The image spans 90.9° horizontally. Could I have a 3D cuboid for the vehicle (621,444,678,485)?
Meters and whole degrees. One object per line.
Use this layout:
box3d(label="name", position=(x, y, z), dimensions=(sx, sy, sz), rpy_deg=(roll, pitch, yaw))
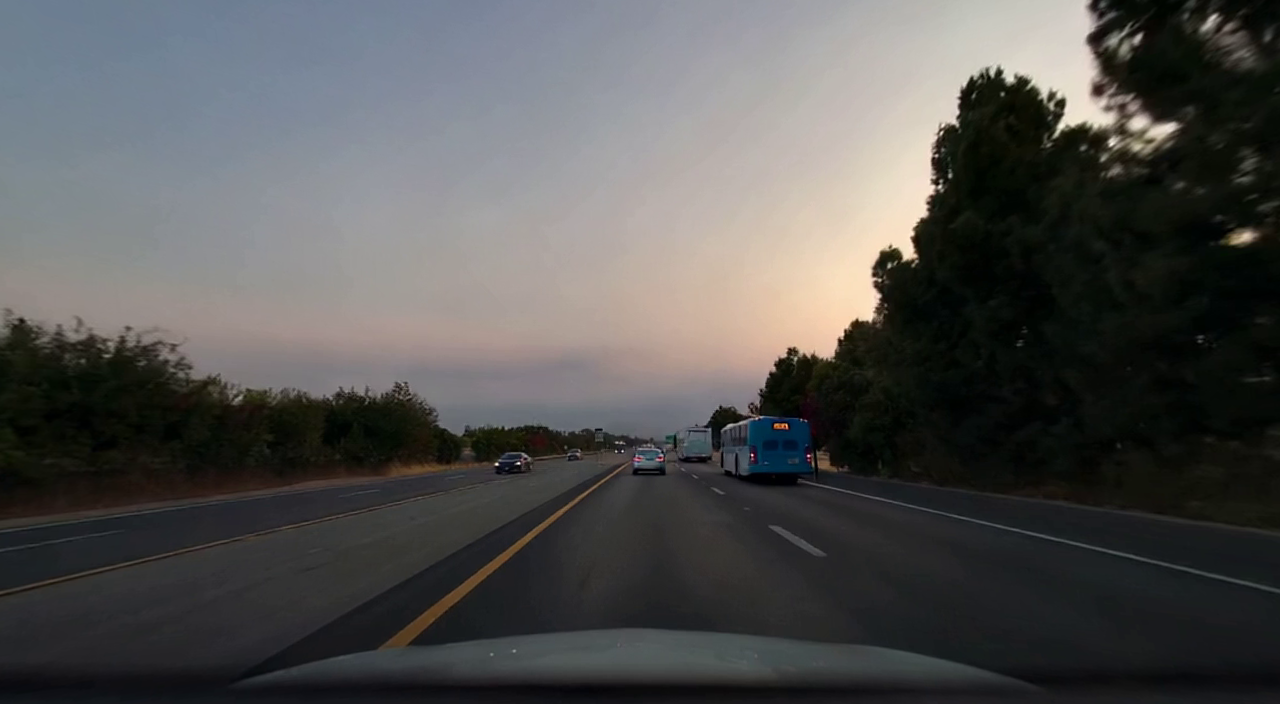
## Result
box3d(label="vehicle", position=(0.355, 4.301, 24.373), dimensions=(2.004, 1.449, 3.817), rpy_deg=(0, -9, 0))

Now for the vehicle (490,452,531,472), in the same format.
box3d(label="vehicle", position=(-10.092, 8.621, 49.544), dimensions=(2.076, 1.459, 4.477), rpy_deg=(0, -9, 2))

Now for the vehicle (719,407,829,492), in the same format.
box3d(label="vehicle", position=(4.433, 3.412, 22.098), dimensions=(2.440, 2.555, 5.957), rpy_deg=(0, -9, -1))

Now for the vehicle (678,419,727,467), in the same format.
box3d(label="vehicle", position=(4.623, 7.026, 48.297), dimensions=(2.883, 3.358, 7.942), rpy_deg=(0, -9, -1))
